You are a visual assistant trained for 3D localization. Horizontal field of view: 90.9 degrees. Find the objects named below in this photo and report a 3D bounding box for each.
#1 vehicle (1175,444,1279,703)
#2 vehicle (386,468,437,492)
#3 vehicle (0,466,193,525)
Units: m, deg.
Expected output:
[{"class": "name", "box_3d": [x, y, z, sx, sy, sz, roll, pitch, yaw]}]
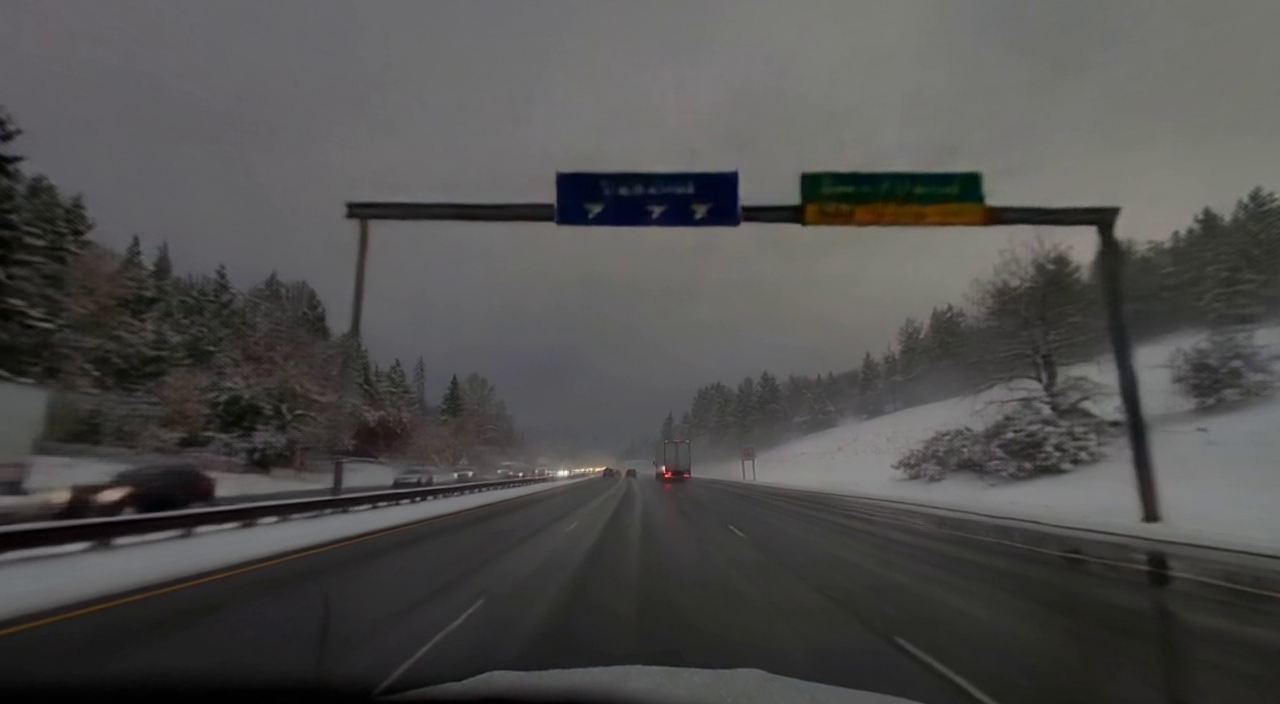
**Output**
[{"class": "vehicle", "box_3d": [4.120, 0.876, 1.278, 2.051, 1.472, 4.547, 1, -11, 0]}, {"class": "vehicle", "box_3d": [-15.647, 8.783, 43.388, 1.822, 1.490, 4.560, 1, -11, 0]}, {"class": "vehicle", "box_3d": [-15.494, 4.031, 18.135, 1.901, 1.453, 4.530, 1, -11, 0]}]
